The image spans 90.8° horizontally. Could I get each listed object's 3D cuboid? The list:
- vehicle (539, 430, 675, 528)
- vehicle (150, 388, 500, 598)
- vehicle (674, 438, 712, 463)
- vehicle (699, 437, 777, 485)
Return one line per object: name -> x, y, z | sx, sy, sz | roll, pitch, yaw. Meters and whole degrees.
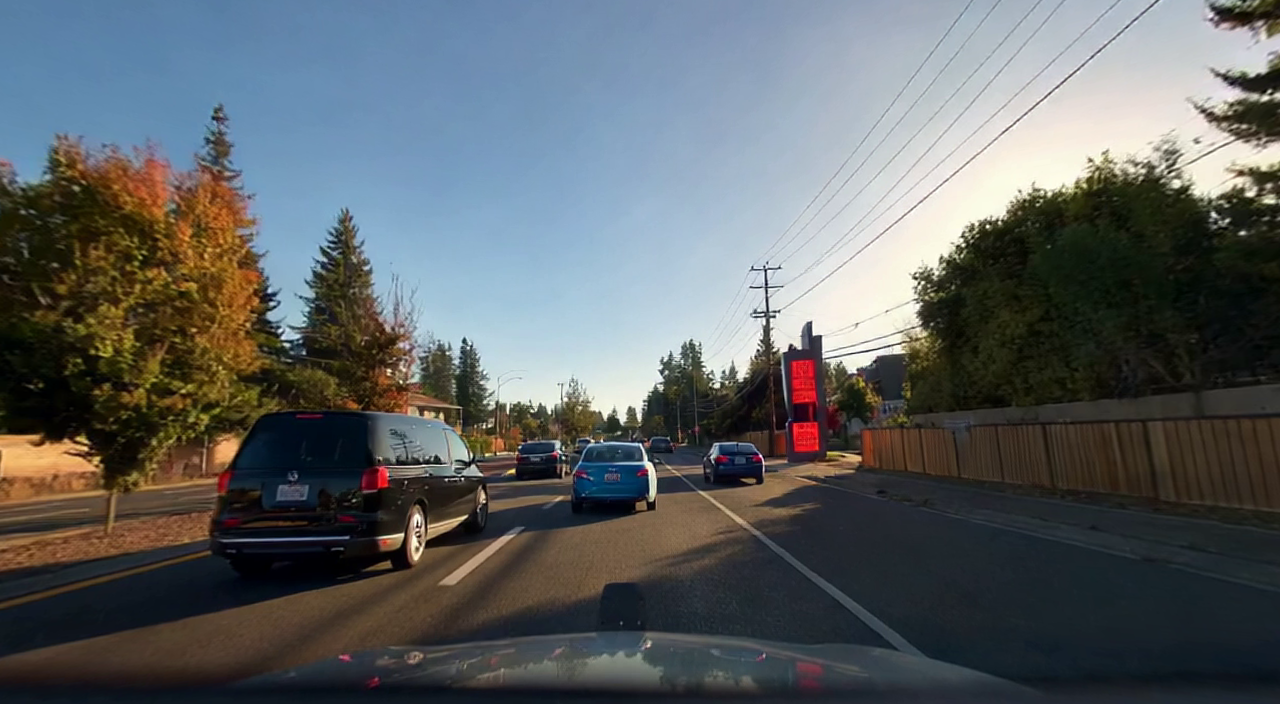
vehicle -> -0.559, 2.262, 11.767 | 2.097, 1.511, 3.809 | 0, -9, -1
vehicle -> -3.309, 1.595, 8.030 | 2.092, 1.839, 4.736 | 0, -9, -2
vehicle -> 3.230, 6.152, 39.514 | 1.841, 1.456, 4.237 | 0, -9, -2
vehicle -> 3.273, 3.750, 22.008 | 1.878, 1.479, 4.461 | 0, -9, -1
